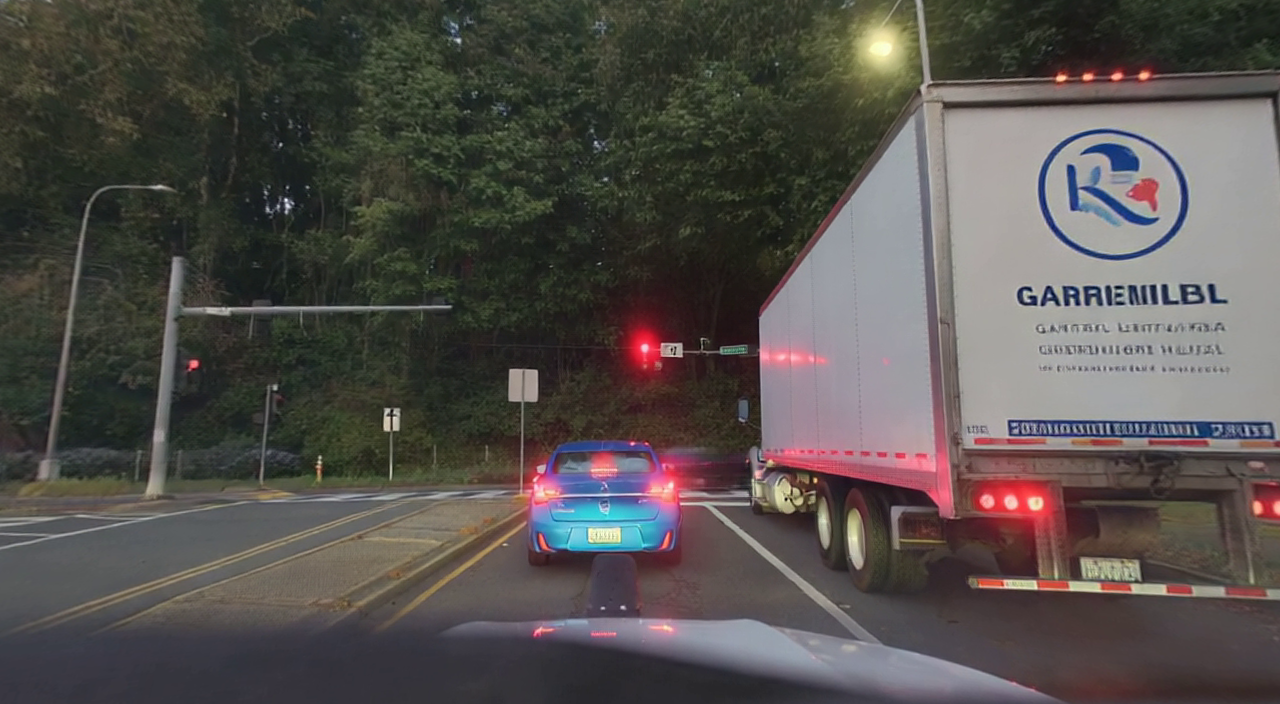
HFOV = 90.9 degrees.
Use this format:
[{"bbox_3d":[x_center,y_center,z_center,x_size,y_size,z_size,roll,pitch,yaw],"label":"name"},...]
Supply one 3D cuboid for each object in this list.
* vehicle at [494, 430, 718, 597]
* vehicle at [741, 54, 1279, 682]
[{"bbox_3d":[-0.337,1.708,7.426,1.975,1.457,3.526,0,-9,-1],"label":"vehicle"},{"bbox_3d":[3.510,0.706,8.568,2.884,3.753,9.763,0,-9,2],"label":"vehicle"}]
